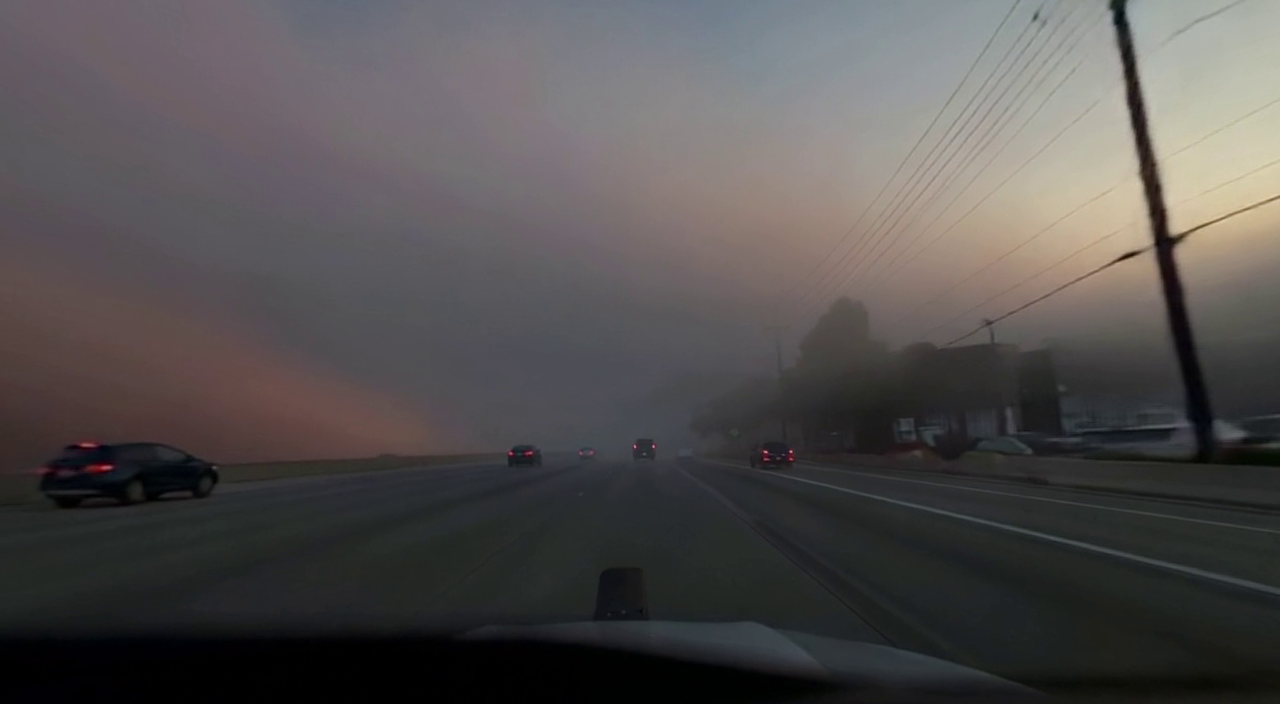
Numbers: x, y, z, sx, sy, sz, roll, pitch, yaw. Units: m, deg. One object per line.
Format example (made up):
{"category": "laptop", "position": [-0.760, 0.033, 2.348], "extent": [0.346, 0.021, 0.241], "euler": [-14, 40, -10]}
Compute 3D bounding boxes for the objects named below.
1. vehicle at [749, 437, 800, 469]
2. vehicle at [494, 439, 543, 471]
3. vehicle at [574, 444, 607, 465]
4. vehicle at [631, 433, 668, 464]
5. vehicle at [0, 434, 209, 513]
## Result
{"category": "vehicle", "position": [7.586, 5.747, 35.974], "extent": [1.937, 1.698, 4.322], "euler": [0, -8, -1]}
{"category": "vehicle", "position": [-7.145, 6.119, 37.603], "extent": [2.007, 1.732, 4.395], "euler": [0, -8, 1]}
{"category": "vehicle", "position": [-3.530, 7.415, 45.711], "extent": [1.979, 1.469, 4.378], "euler": [0, -8, 1]}
{"category": "vehicle", "position": [0.683, 7.354, 48.150], "extent": [2.622, 2.208, 5.320], "euler": [0, -8, 0]}
{"category": "vehicle", "position": [-14.686, 3.226, 17.390], "extent": [2.149, 1.846, 4.713], "euler": [-1, -8, 1]}
